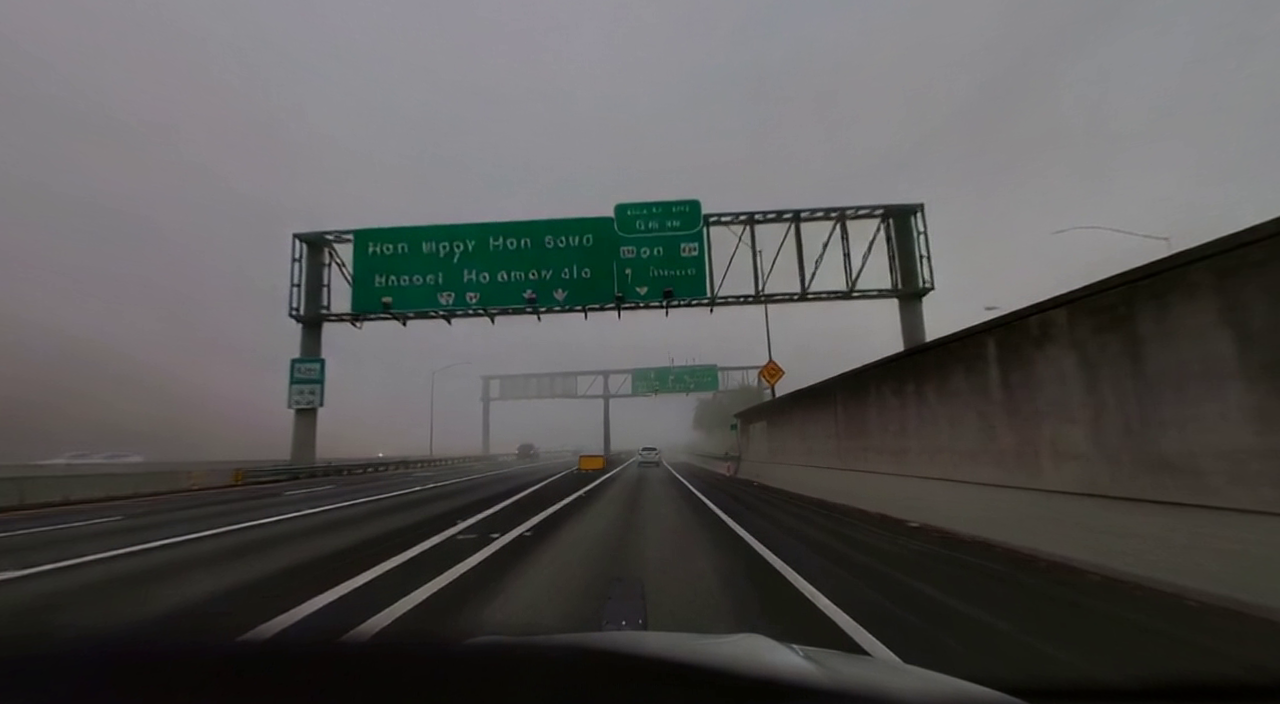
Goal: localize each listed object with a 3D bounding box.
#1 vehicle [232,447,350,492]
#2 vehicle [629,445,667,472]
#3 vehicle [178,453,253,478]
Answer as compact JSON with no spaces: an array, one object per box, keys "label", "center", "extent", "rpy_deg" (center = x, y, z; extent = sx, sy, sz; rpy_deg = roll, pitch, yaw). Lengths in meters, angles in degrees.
[{"label":"vehicle","center":[-13.108,4.402,24.063],"extent":[1.946,1.461,4.602],"rpy_deg":[0,-8,-1]},{"label":"vehicle","center":[0.406,6.232,37.166],"extent":[2.137,1.461,3.999],"rpy_deg":[0,-8,-1]},{"label":"vehicle","center":[-28.540,7.625,42.562],"extent":[1.988,1.517,4.641],"rpy_deg":[0,-8,-2]}]
